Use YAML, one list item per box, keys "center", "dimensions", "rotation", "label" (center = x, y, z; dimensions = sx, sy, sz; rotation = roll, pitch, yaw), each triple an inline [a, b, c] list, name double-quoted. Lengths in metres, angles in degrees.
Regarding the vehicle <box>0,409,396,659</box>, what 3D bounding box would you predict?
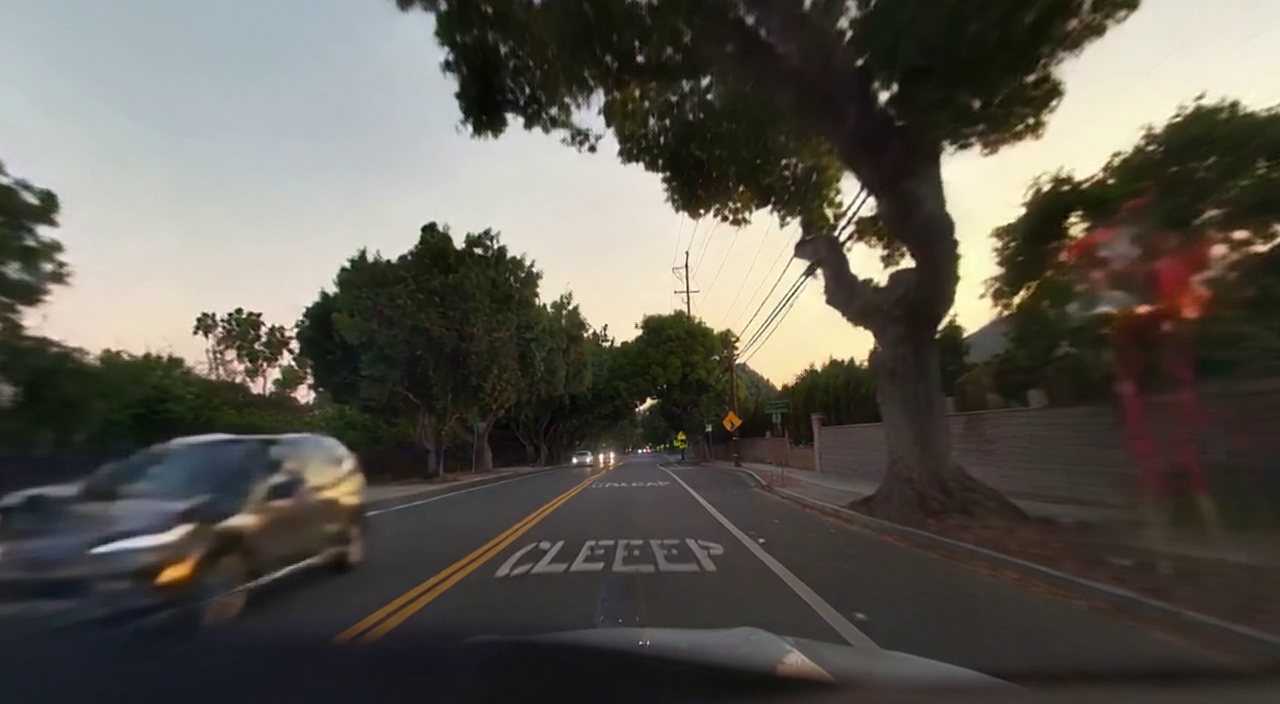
- center: [-4.409, 1.597, 6.611]
  dimensions: [2.008, 1.730, 4.243]
  rotation: [0, -9, 0]
  label: "vehicle"
